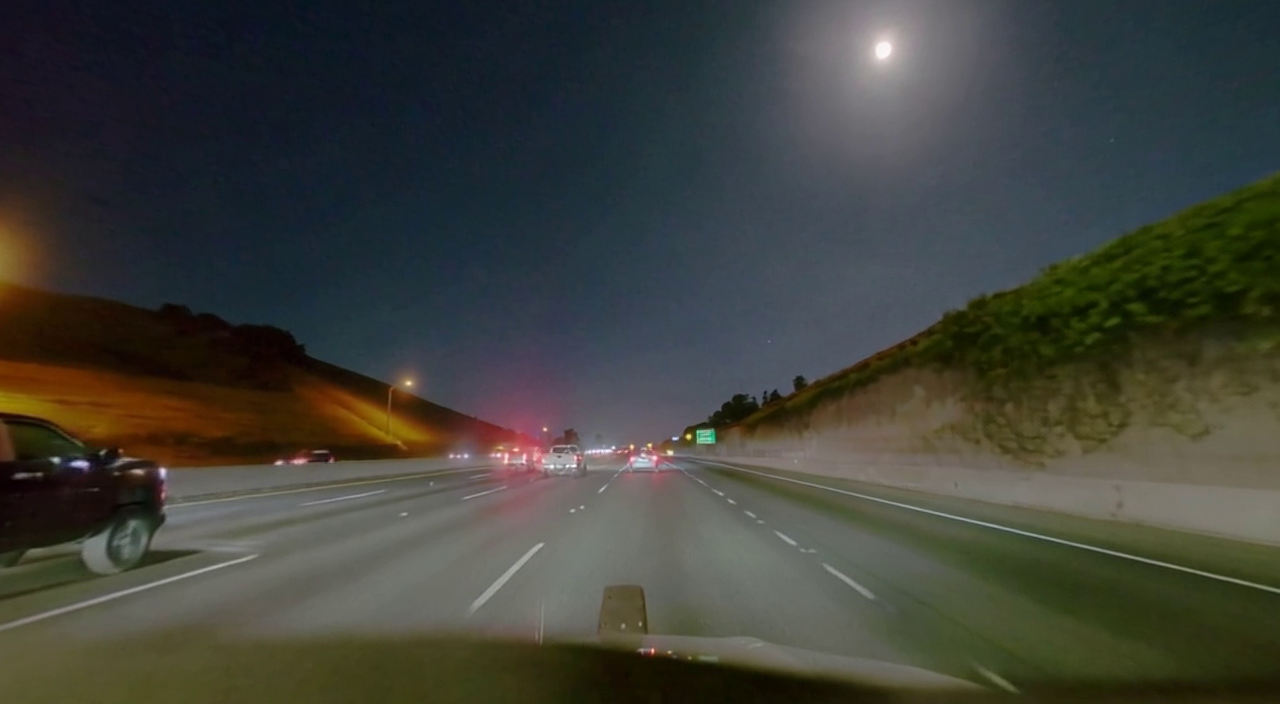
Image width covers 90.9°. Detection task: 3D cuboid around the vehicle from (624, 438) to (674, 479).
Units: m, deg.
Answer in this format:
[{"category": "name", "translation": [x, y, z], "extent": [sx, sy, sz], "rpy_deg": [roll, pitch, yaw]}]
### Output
[{"category": "vehicle", "translation": [0.400, 5.138, 30.685], "extent": [2.233, 1.804, 4.273], "rpy_deg": [0, -9, 0]}]

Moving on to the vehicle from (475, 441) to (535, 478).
[{"category": "vehicle", "translation": [-6.676, 5.368, 31.736], "extent": [2.059, 1.745, 4.239], "rpy_deg": [0, -9, 0]}]

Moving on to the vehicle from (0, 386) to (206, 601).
[{"category": "vehicle", "translation": [-6.639, 1.212, 5.339], "extent": [2.108, 1.856, 5.214], "rpy_deg": [0, -9, 1]}]

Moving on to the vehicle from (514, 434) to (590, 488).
[{"category": "vehicle", "translation": [-3.173, 4.057, 23.790], "extent": [2.093, 1.820, 4.506], "rpy_deg": [0, -9, 1]}]

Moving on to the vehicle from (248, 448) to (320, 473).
[{"category": "vehicle", "translation": [-23.435, 7.130, 41.782], "extent": [1.953, 1.532, 4.791], "rpy_deg": [0, -9, 1]}]
